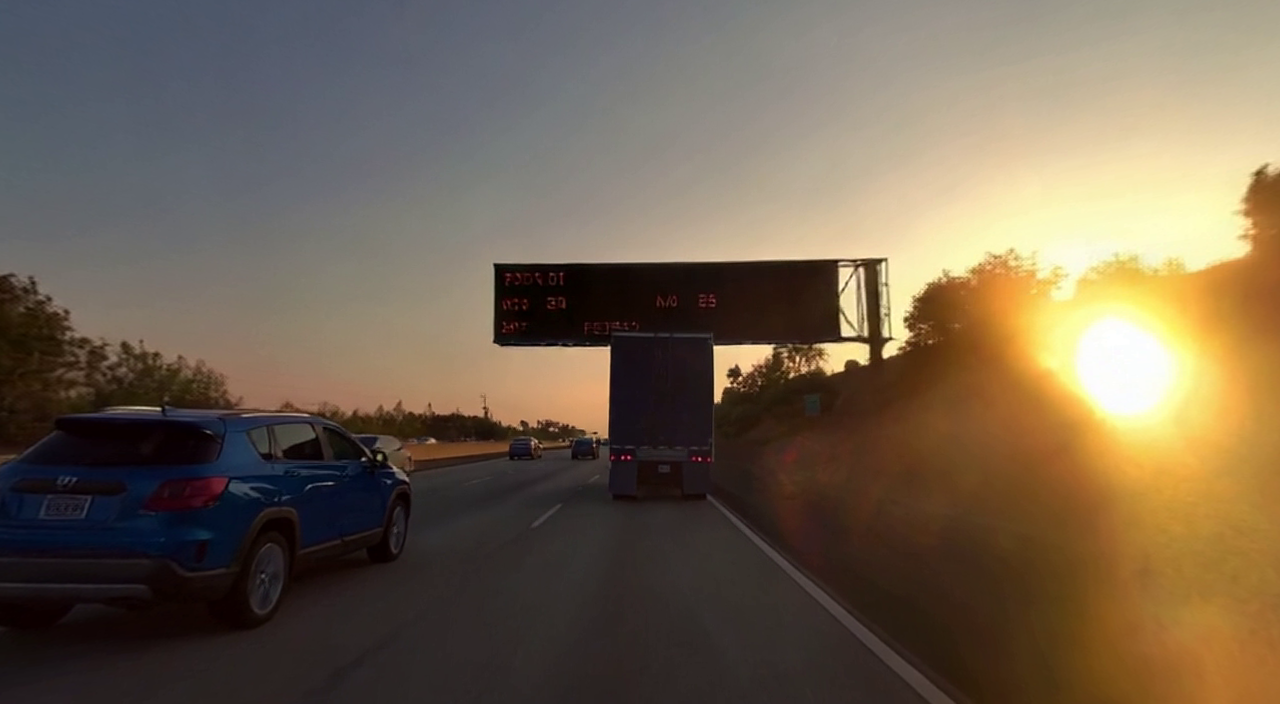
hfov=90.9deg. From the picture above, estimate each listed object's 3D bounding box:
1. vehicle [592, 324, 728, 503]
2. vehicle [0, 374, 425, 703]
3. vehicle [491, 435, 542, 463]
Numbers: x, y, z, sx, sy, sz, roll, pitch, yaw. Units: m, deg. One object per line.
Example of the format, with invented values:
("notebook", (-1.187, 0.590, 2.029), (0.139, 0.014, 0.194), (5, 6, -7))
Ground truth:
("vehicle", (0.481, 2.063, 18.887), (2.870, 3.841, 10.653), (0, -8, 1))
("vehicle", (-3.655, 1.253, 5.338), (2.077, 1.671, 4.249), (0, -8, 1))
("vehicle", (-6.766, 5.366, 35.047), (1.882, 1.451, 4.416), (0, -8, 1))
